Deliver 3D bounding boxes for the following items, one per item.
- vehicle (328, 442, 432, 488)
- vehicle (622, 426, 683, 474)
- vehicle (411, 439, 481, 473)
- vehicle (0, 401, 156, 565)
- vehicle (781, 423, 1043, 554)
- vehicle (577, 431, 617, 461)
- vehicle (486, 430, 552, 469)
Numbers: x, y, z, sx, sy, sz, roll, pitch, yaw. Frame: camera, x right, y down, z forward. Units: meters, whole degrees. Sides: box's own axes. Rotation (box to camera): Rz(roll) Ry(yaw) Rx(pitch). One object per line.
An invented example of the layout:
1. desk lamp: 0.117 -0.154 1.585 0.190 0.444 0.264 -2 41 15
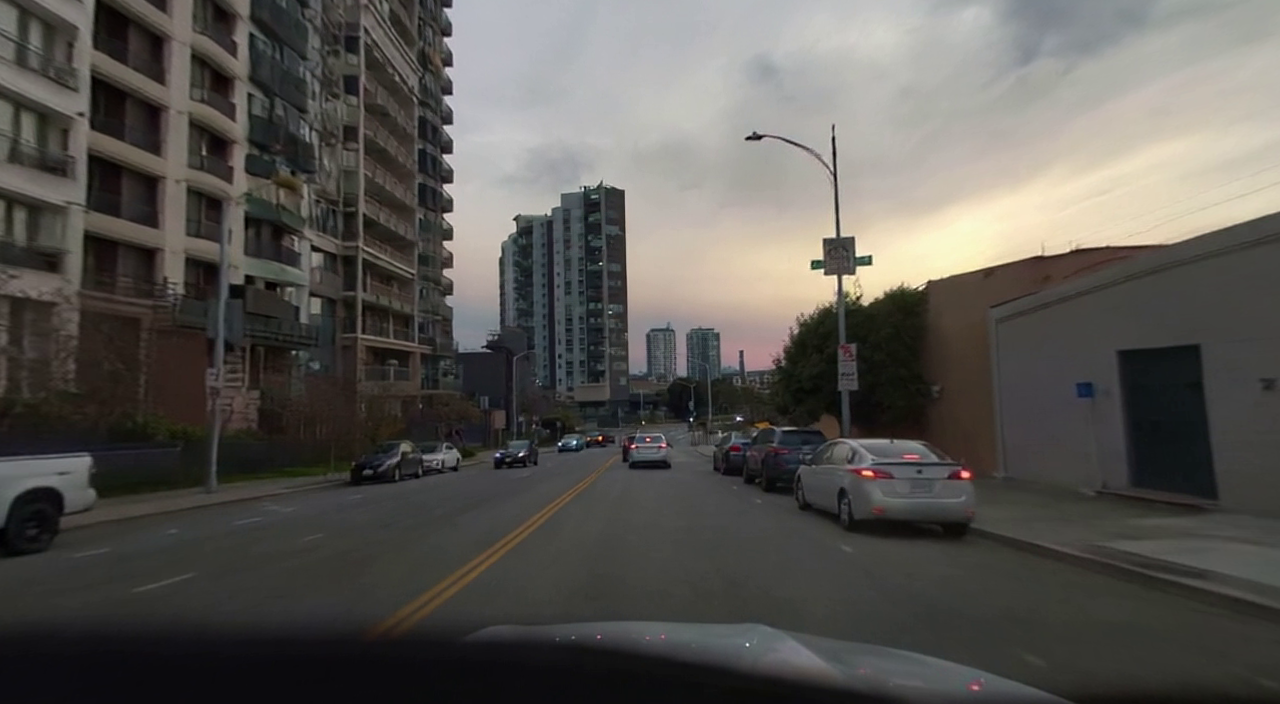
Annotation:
1. vehicle: -9.256 4.028 22.904 2.021 1.474 4.337 0 -8 -2
2. vehicle: 0.500 3.929 25.441 2.261 1.740 4.065 0 -8 1
3. vehicle: -9.357 5.050 30.799 2.002 1.546 4.339 0 -8 0
4. vehicle: -9.266 1.608 7.619 2.457 2.048 5.461 0 -8 0
5. vehicle: 3.599 1.891 9.470 2.033 1.470 4.502 0 -8 2
6. vehicle: -2.653 5.968 39.997 2.219 1.746 4.197 0 -8 0
7. vehicle: -6.075 4.976 32.352 2.345 1.831 4.828 0 -8 1
